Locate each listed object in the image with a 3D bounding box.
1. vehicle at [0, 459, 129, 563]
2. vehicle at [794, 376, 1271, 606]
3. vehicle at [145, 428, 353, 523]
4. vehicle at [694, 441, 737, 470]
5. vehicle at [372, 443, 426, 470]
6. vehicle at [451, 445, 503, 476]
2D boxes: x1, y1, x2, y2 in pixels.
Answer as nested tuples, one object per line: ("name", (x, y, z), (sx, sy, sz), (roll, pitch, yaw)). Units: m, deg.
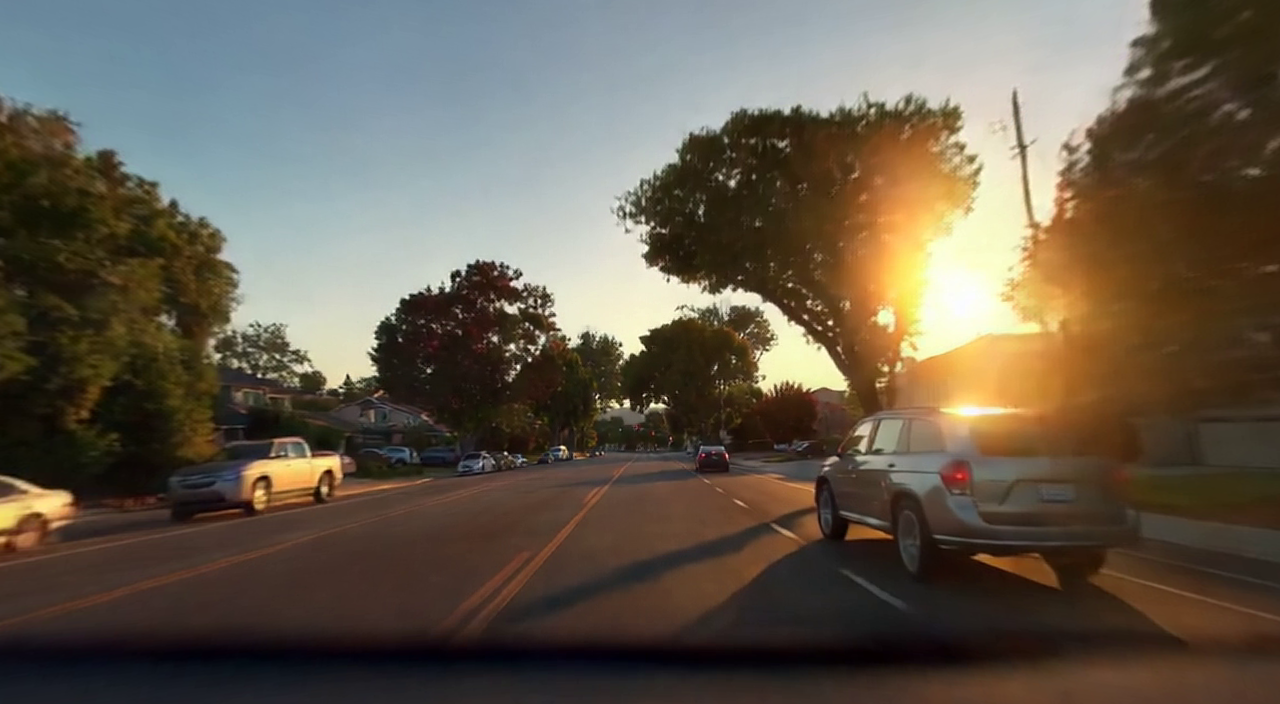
("vehicle", (-10.656, 2.489, 9.534), (2.006, 1.476, 4.570), (-3, -8, 1))
("vehicle", (3.958, 1.571, 8.204), (2.497, 1.889, 5.833), (0, -8, 1))
("vehicle", (-10.521, 3.356, 17.762), (2.254, 2.127, 5.697), (-2, -9, 0))
("vehicle", (4.227, 5.849, 35.763), (1.956, 1.492, 4.425), (0, -8, 1))
("vehicle", (-17.249, 7.469, 45.371), (1.914, 1.792, 4.470), (0, -8, 3))
("vehicle", (-10.309, 6.863, 40.169), (2.083, 1.791, 4.585), (-3, -8, 1))
